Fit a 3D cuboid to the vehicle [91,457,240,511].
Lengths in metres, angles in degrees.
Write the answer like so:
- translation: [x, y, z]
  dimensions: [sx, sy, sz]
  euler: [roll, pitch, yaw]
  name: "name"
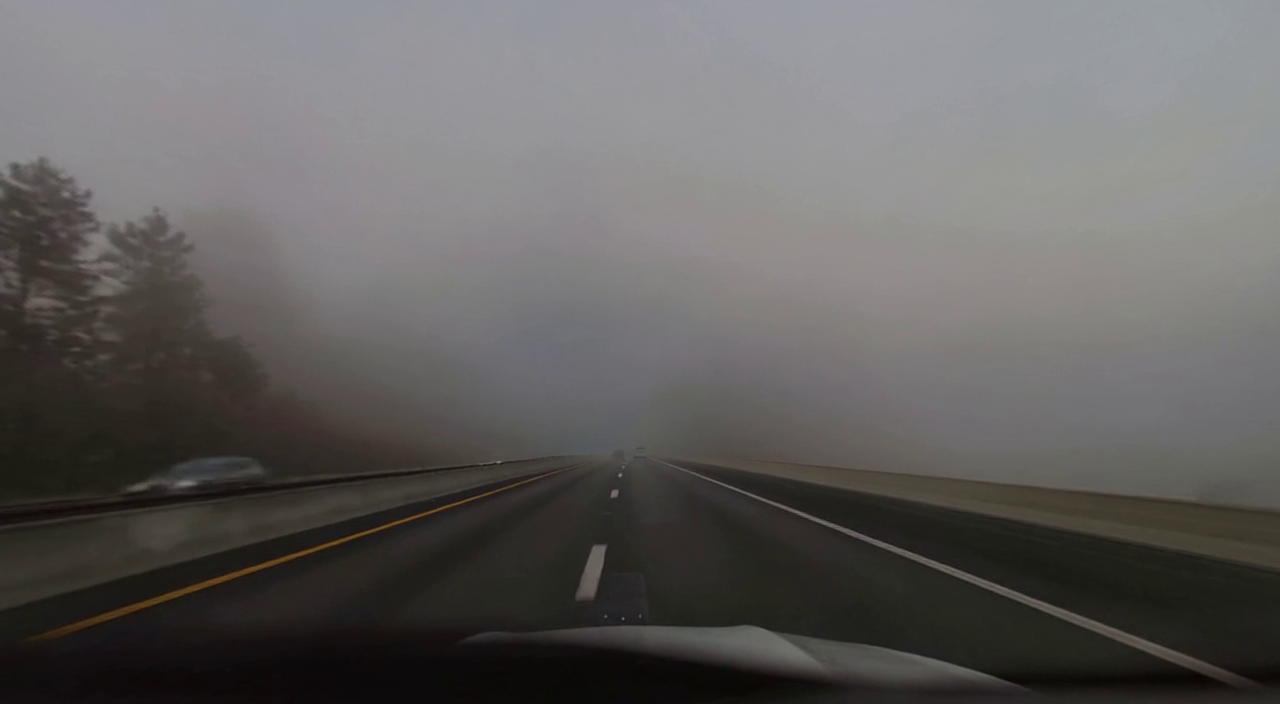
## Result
- translation: [-15.378, 4.243, 20.743]
  dimensions: [1.779, 1.537, 4.036]
  euler: [0, -9, -1]
  name: "vehicle"
